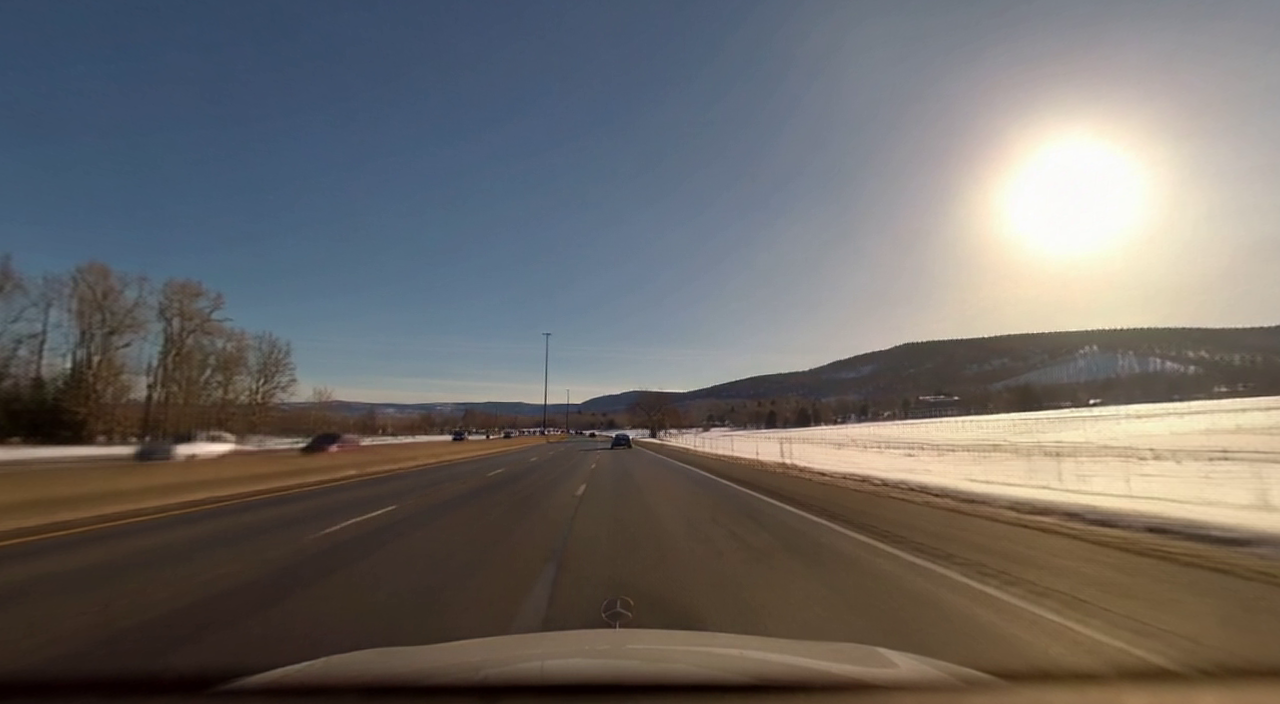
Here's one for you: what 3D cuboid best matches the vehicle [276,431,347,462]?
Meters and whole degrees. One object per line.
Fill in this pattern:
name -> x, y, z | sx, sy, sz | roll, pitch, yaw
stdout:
vehicle -> -16.406, 4.737, 31.571 | 1.689, 1.459, 3.650 | 0, -8, -2

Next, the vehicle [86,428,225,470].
vehicle -> -19.463, 3.922, 25.613 | 1.957, 1.528, 4.828 | 0, -8, -2
